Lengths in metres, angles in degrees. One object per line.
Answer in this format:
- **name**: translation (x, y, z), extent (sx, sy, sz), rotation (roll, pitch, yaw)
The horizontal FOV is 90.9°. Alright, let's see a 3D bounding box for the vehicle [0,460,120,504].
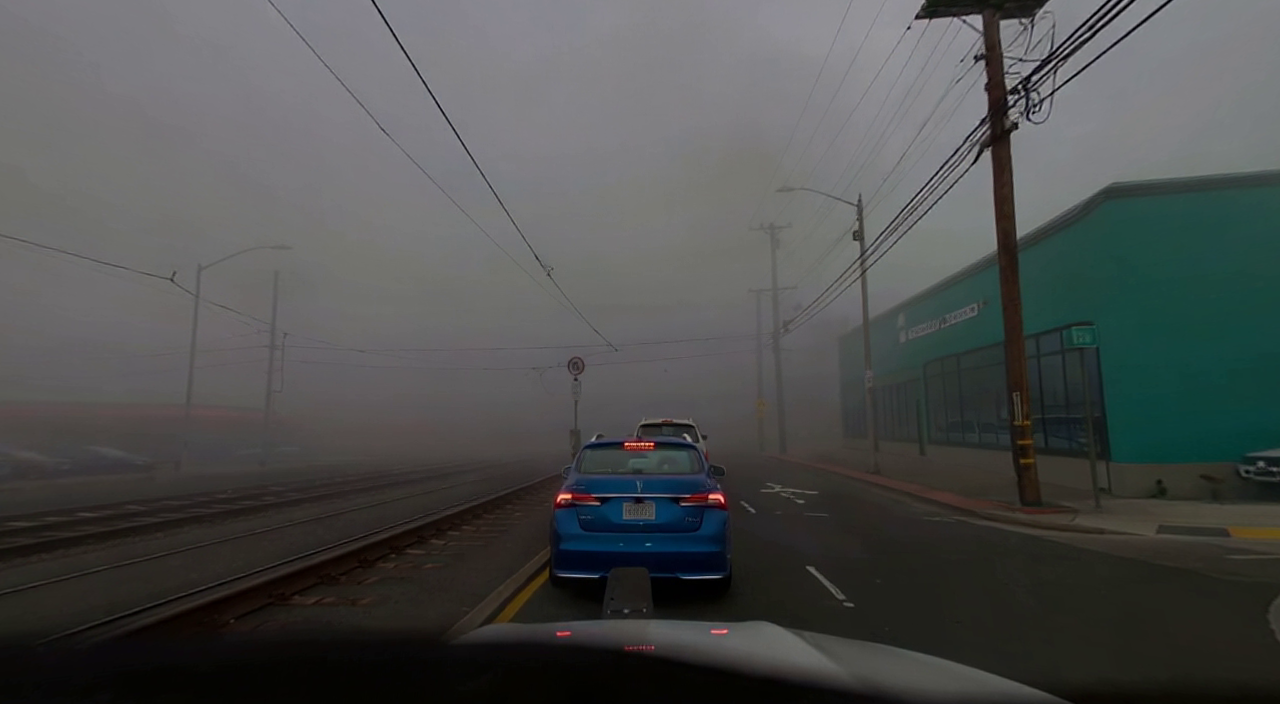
- **vehicle**: translation (-21.928, 4.686, 22.845), extent (4.566, 1.453, 1.935), rotation (-1, -9, 5)

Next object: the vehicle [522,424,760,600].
- **vehicle**: translation (0.094, 1.712, 7.622), extent (2.090, 1.518, 4.033), rotation (-1, -9, 3)
